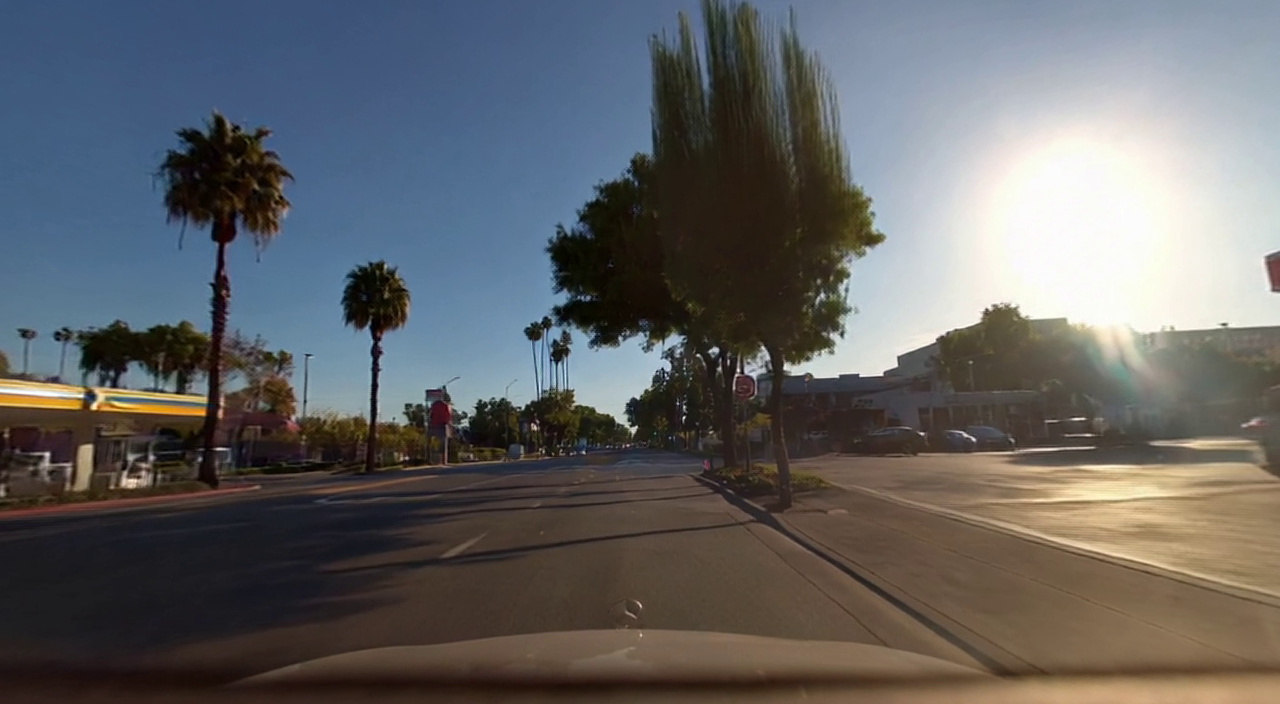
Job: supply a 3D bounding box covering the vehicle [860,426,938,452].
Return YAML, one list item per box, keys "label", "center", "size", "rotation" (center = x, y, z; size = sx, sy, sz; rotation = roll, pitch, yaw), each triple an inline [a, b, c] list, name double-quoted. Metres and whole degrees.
- label: "vehicle"
  center: [18.490, 6.246, 45.090]
  size: [4.640, 1.800, 2.026]
  rotation: [0, -9, -2]

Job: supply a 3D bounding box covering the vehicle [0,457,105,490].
- label: "vehicle"
  center: [-29.151, 5.883, 30.693]
  size: [4.420, 1.445, 1.954]
  rotation: [6, -11, -37]
